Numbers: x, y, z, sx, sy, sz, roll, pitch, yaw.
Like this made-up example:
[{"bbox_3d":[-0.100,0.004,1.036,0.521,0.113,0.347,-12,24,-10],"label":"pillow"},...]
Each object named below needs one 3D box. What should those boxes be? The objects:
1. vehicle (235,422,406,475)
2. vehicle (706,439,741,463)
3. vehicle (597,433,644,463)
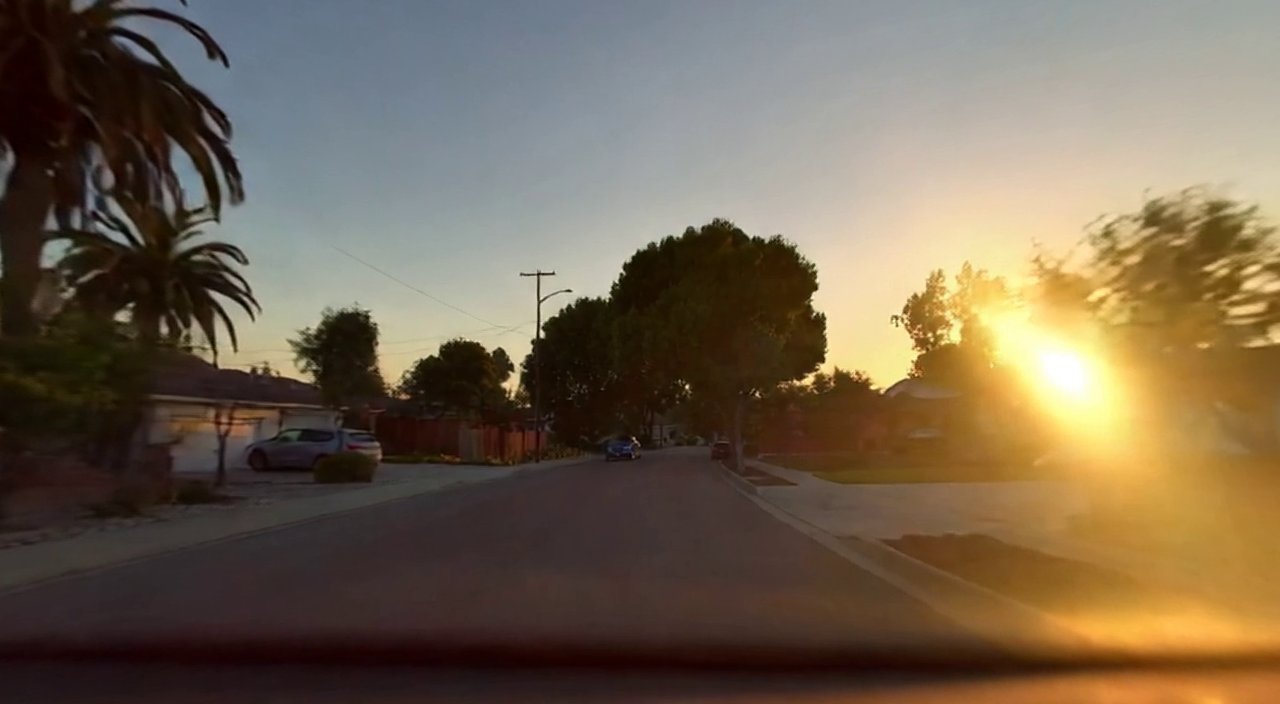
[{"bbox_3d":[-12.450,3.791,24.926,5.497,1.983,2.191,0,-8,1],"label":"vehicle"},{"bbox_3d":[6.166,7.355,47.229,2.051,1.676,4.497,0,-8,1],"label":"vehicle"},{"bbox_3d":[-1.321,7.125,47.036,2.274,2.008,6.986,-1,-8,9],"label":"vehicle"}]
